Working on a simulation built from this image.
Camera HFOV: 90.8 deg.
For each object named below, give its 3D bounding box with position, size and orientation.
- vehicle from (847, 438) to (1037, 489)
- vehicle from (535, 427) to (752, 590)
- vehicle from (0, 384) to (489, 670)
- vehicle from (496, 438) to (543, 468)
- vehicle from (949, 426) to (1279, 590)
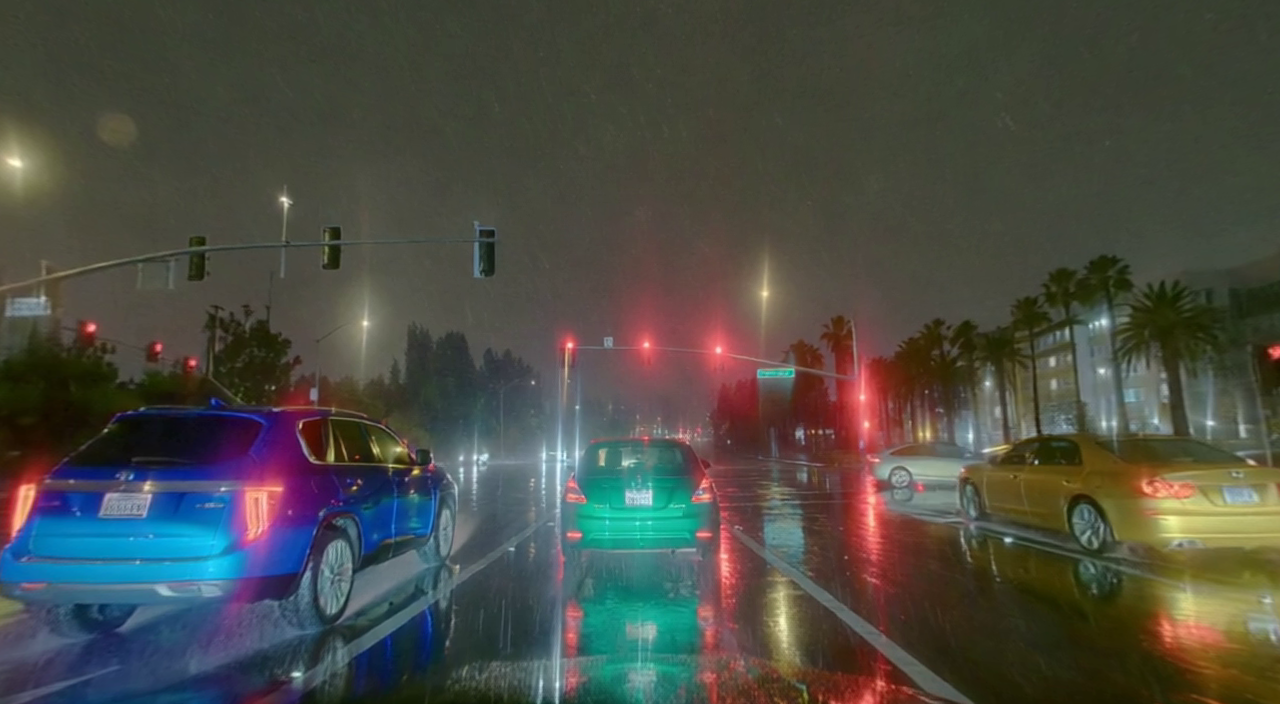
[{"bbox_3d":[9.214,3.429,19.586,4.891,1.477,1.910,0,-8,0],"label":"vehicle"},{"bbox_3d":[0.001,1.704,7.722,1.942,1.445,3.973,0,-8,-1],"label":"vehicle"},{"bbox_3d":[-3.102,1.369,6.071,2.051,1.682,4.467,0,-8,2],"label":"vehicle"},{"bbox_3d":[-7.935,6.689,42.028,2.130,1.810,4.450,-2,-8,2],"label":"vehicle"},{"bbox_3d":[6.088,1.761,8.083,1.970,1.489,4.482,0,-8,-1],"label":"vehicle"}]
